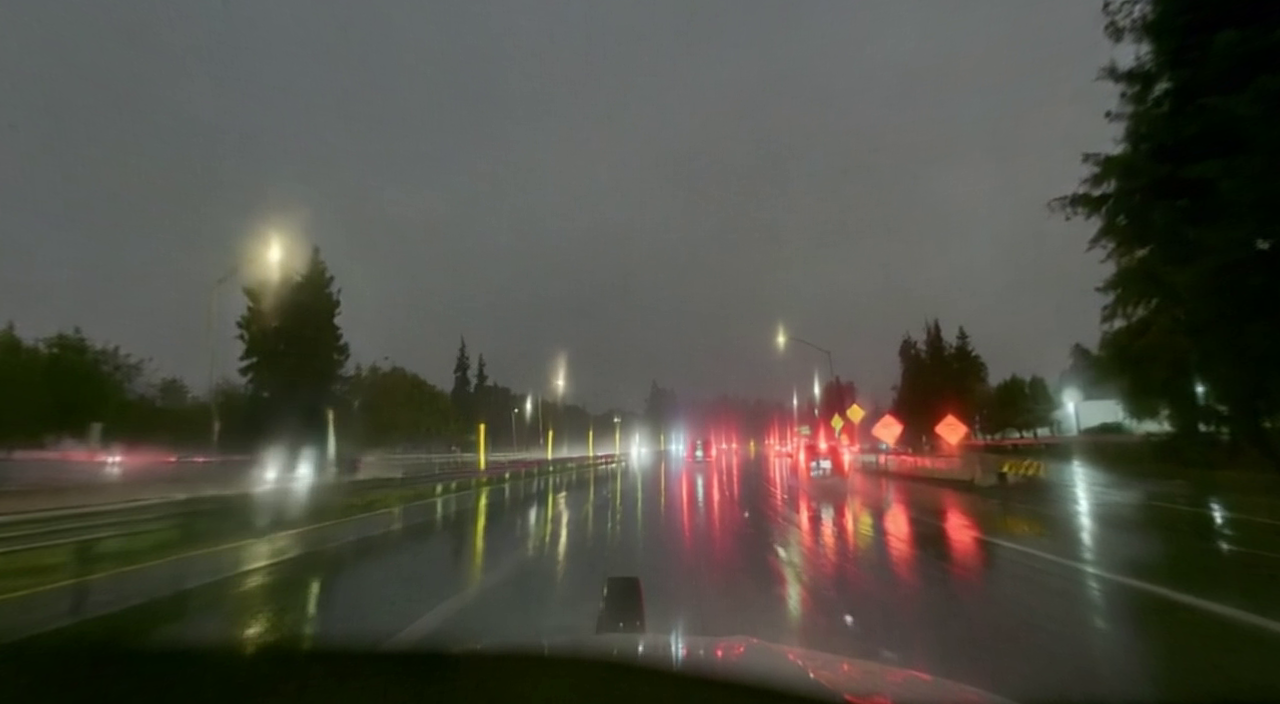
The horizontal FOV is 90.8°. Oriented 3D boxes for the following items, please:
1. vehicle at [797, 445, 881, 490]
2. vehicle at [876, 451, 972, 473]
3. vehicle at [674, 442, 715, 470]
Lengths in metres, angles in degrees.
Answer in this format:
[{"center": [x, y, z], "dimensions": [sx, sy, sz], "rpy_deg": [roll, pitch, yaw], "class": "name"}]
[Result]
[{"center": [7.251, 4.218, 23.442], "dimensions": [2.044, 1.474, 4.083], "rpy_deg": [-1, -9, 4], "class": "vehicle"}, {"center": [14.086, 5.496, 31.780], "dimensions": [3.503, 1.020, 4.269], "rpy_deg": [-2, -9, 11], "class": "vehicle"}, {"center": [3.470, 6.513, 39.714], "dimensions": [2.201, 1.676, 4.541], "rpy_deg": [-2, -9, 9], "class": "vehicle"}]
